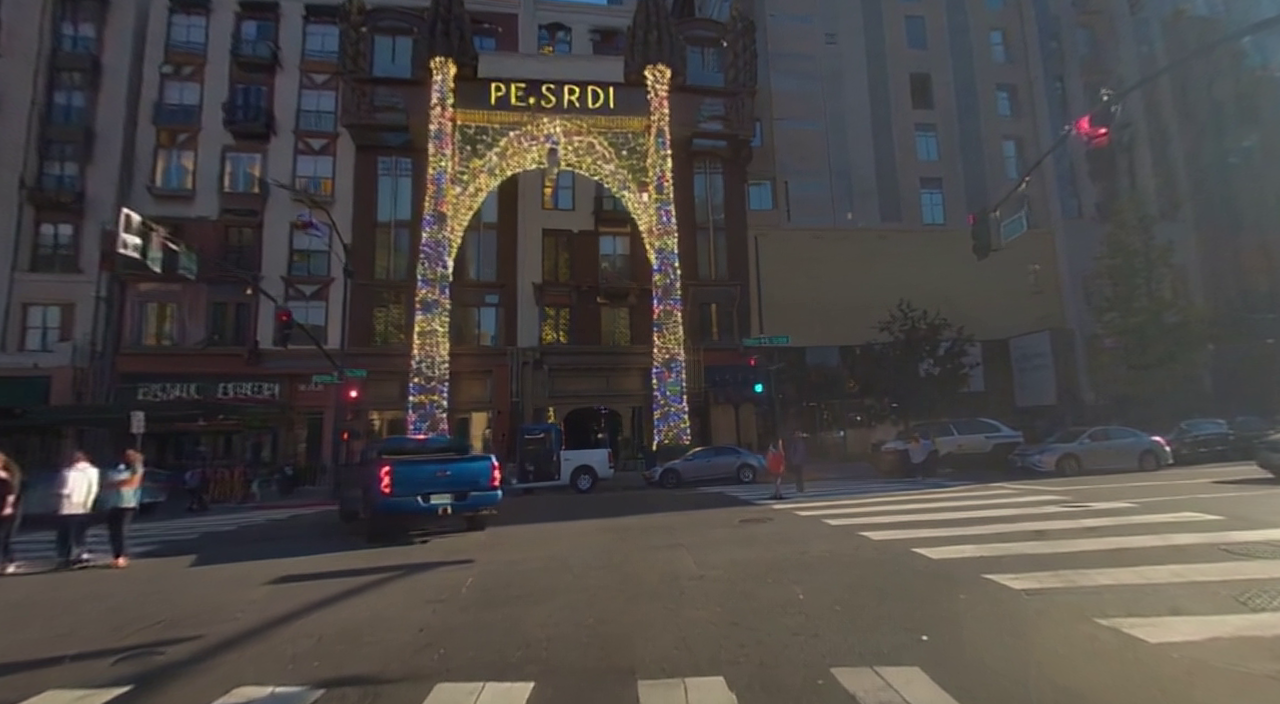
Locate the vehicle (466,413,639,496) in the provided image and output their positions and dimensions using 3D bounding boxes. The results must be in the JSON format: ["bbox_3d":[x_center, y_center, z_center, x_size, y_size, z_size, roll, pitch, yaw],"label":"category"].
[{"bbox_3d":[-3.138,3.874,23.952,6.182,2.913,2.526,0,-9,-1],"label":"vehicle"}]

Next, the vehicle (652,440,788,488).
[{"bbox_3d":[2.717,3.951,22.313,4.515,1.583,1.920,0,-9,0],"label":"vehicle"}]

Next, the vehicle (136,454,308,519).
[{"bbox_3d":[-14.935,4.811,22.756,4.799,1.909,2.011,-3,-7,-1],"label":"vehicle"}]

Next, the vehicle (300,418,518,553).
[{"bbox_3d":[-4.808,2.464,12.493,2.477,2.020,5.534,6,-11,-36],"label":"vehicle"}]

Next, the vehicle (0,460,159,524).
[{"bbox_3d":[-20.269,4.935,22.473,4.398,2.057,1.959,0,-9,-4],"label":"vehicle"}]

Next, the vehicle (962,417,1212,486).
[{"bbox_3d":[10.478,2.352,15.022,4.600,1.506,1.878,0,-9,-4],"label":"vehicle"}]
